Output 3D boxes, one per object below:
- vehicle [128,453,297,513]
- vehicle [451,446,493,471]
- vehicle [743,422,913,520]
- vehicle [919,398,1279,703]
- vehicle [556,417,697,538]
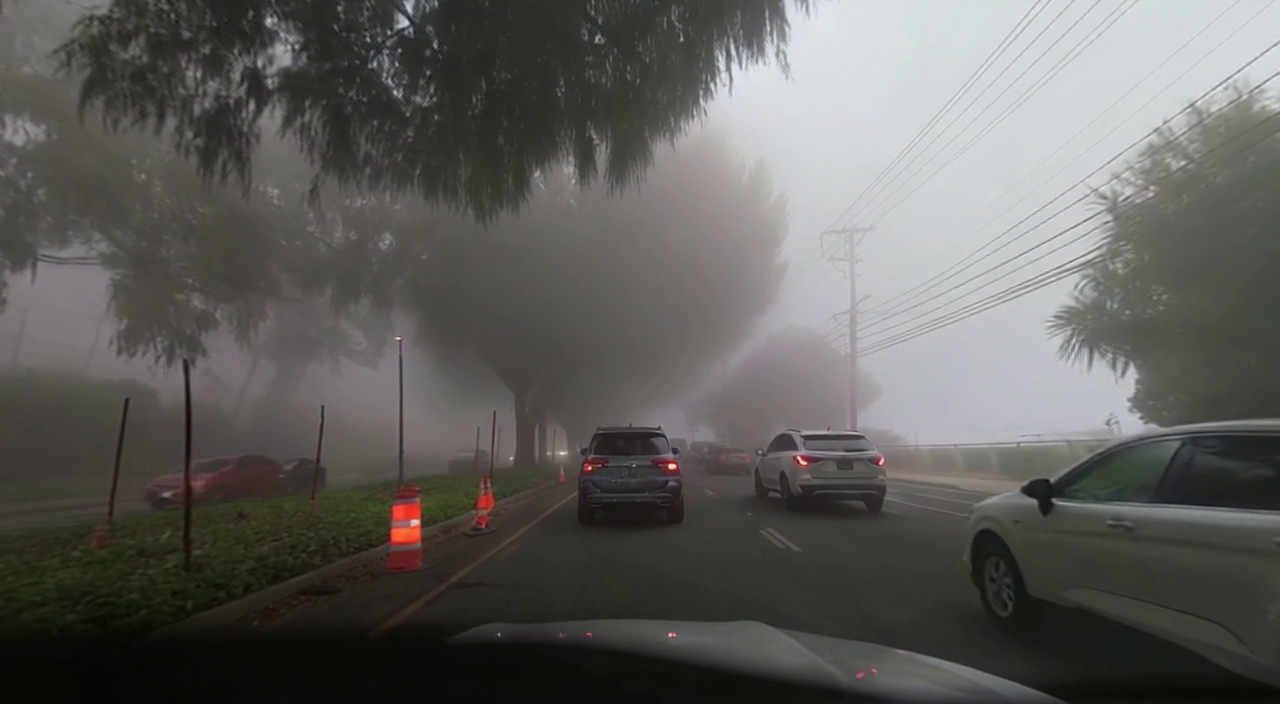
[{"bbox_3d":[-12.254,3.745,18.539,1.836,1.451,4.456,-1,-8,0],"label":"vehicle"},{"bbox_3d":[-12.634,8.020,47.836,1.911,1.693,4.452,-1,-8,1],"label":"vehicle"},{"bbox_3d":[3.777,2.490,13.788,2.116,1.726,4.672,0,-8,-2],"label":"vehicle"},{"bbox_3d":[3.401,1.004,3.064,1.977,1.460,4.565,0,-8,0],"label":"vehicle"},{"bbox_3d":[-0.248,2.122,11.255,2.050,1.745,3.915,0,-8,-1],"label":"vehicle"}]
